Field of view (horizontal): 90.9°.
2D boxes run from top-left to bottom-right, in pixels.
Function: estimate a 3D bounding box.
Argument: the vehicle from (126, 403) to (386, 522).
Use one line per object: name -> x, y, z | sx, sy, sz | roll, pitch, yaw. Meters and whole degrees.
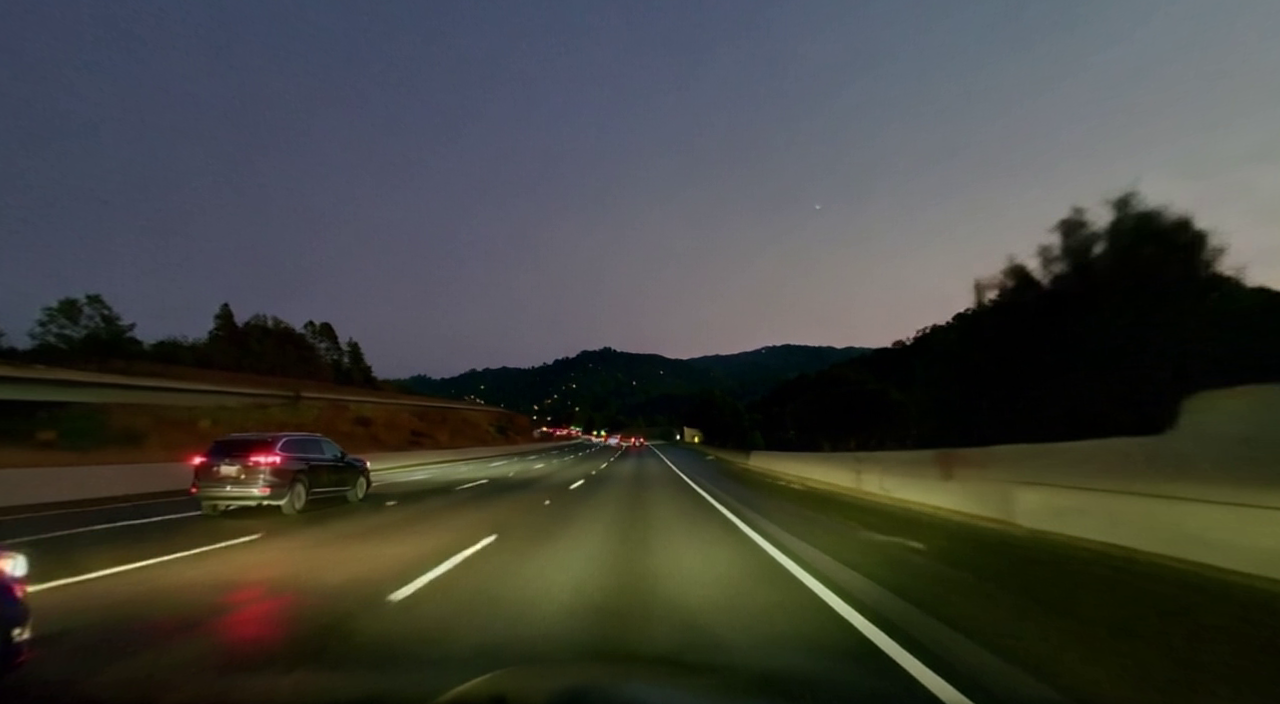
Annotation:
vehicle -> -7.322, 2.186, 12.891 | 2.151, 1.925, 4.945 | 0, -9, 0
